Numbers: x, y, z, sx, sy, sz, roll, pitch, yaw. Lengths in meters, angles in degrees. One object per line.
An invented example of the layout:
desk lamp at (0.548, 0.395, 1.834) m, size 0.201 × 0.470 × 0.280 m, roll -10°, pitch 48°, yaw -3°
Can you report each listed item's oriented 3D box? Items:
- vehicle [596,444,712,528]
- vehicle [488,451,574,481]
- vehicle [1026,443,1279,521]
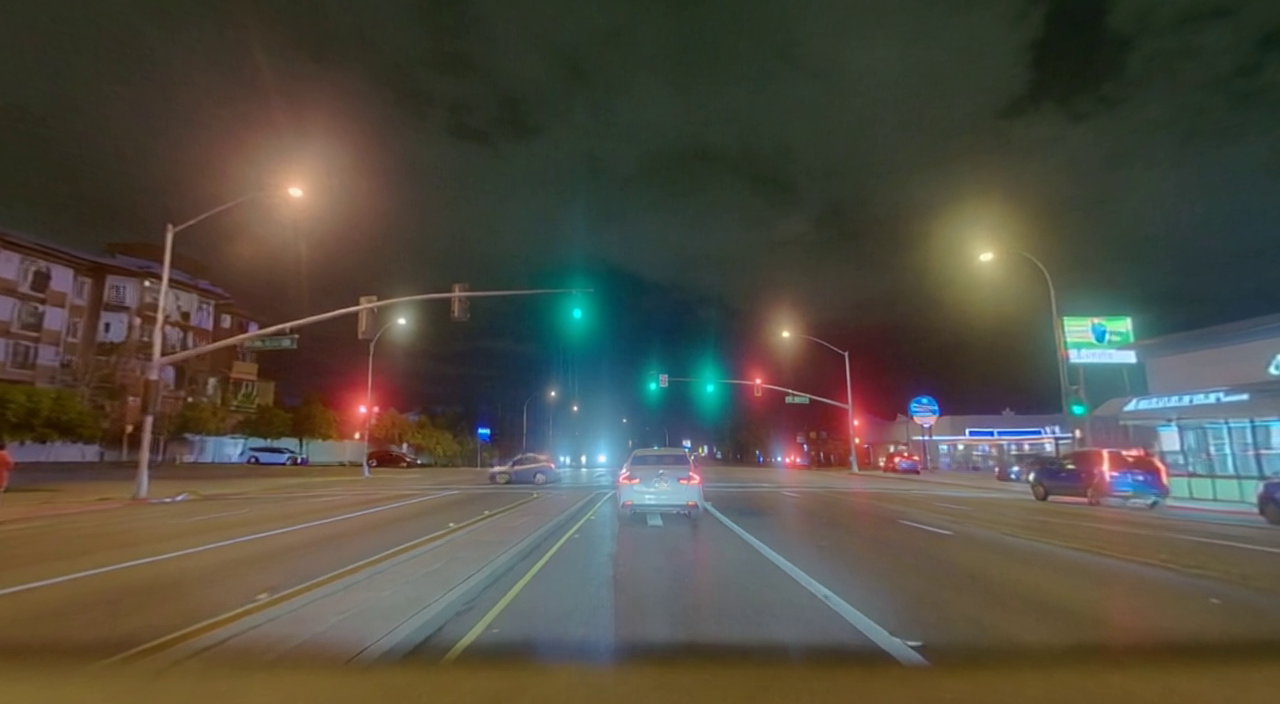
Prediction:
vehicle at (0.314, 2.731, 13.471) m, size 2.067 × 1.471 × 4.241 m, roll 0°, pitch -9°, yaw 2°
vehicle at (-5.854, 6.038, 33.693) m, size 4.531 × 1.434 × 1.841 m, roll -6°, pitch -11°, yaw 35°
vehicle at (14.047, 3.533, 17.916) m, size 2.309 × 1.819 × 5.793 m, roll 0°, pitch -9°, yaw -3°
